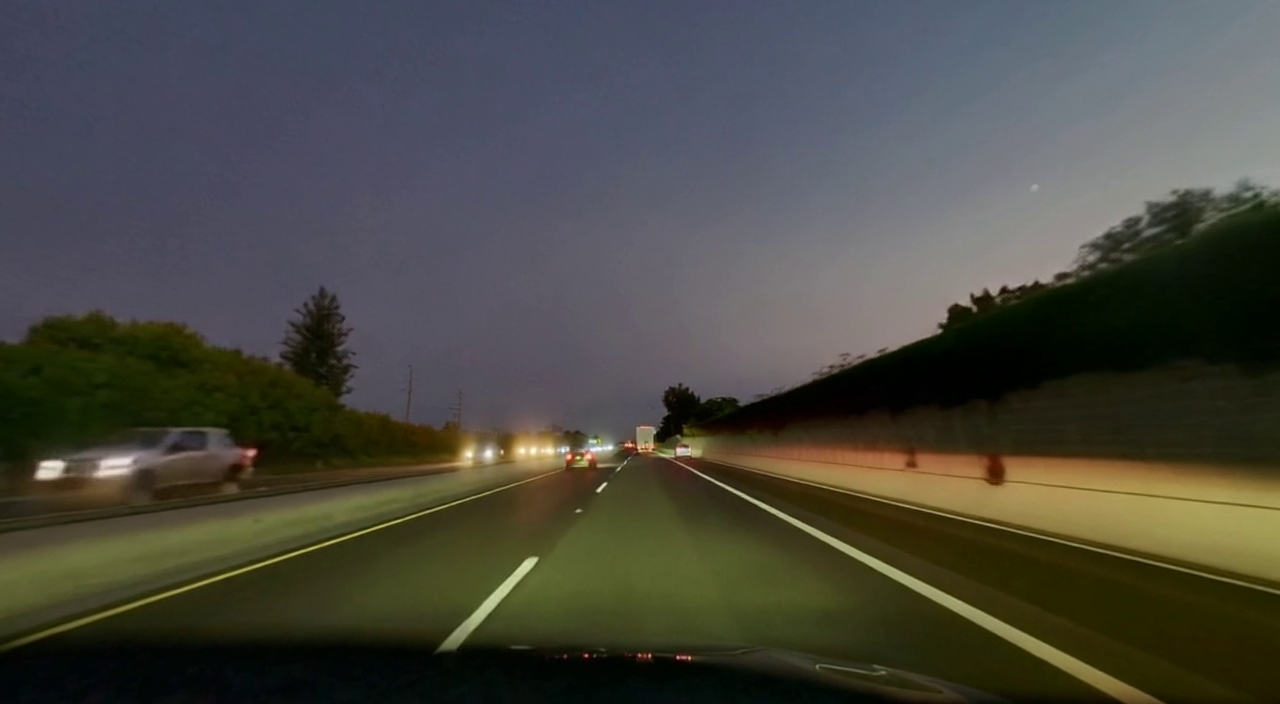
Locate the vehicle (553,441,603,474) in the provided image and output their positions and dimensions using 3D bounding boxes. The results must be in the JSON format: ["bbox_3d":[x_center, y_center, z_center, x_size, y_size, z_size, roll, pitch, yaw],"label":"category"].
[{"bbox_3d":[-3.001,5.238,31.506,2.020,1.475,4.434,0,-9,1],"label":"vehicle"}]

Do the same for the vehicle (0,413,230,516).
[{"bbox_3d":[-11.972,2.460,14.205,2.075,1.873,4.972,0,-9,1],"label":"vehicle"}]

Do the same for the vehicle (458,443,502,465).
[{"bbox_3d":[-12.002,7.656,47.578,2.010,1.546,4.735,0,-9,1],"label":"vehicle"}]
